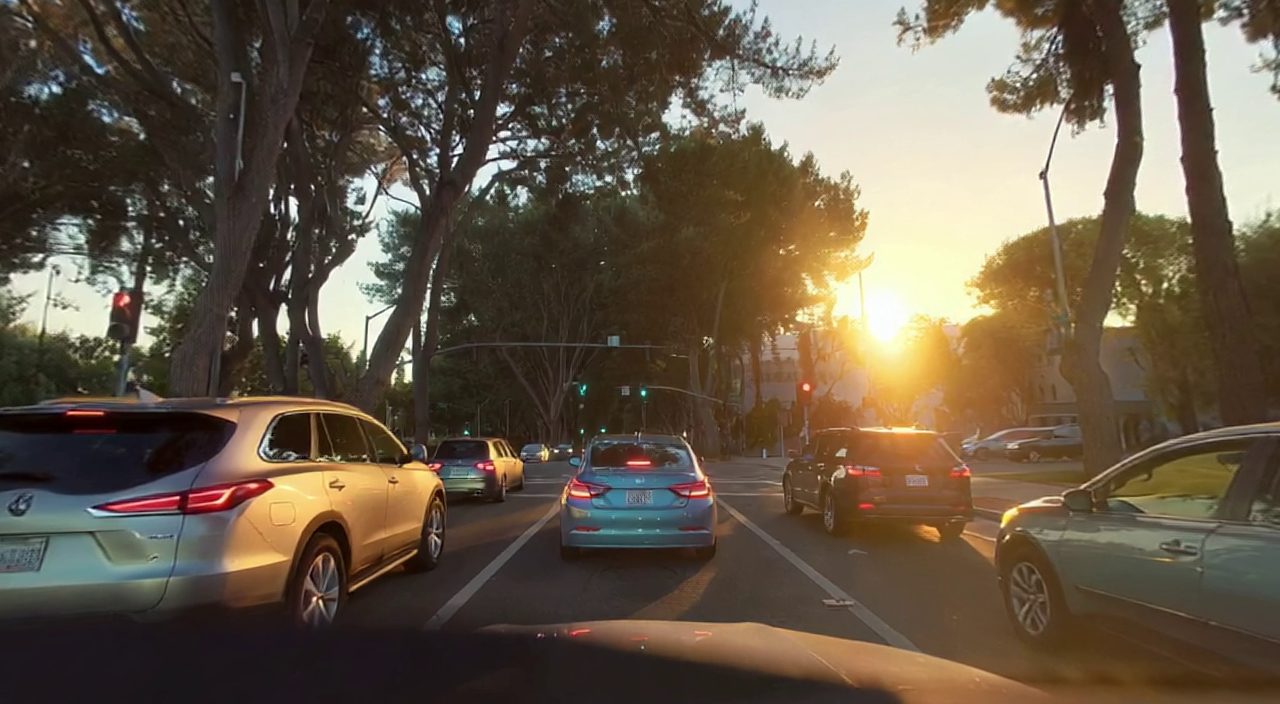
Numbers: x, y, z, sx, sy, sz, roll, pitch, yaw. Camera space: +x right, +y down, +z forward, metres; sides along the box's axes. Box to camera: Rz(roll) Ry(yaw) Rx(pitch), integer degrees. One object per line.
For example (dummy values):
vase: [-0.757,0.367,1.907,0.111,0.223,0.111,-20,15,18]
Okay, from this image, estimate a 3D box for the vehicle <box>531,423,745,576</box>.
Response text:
vehicle: [-0.029,1.785,8.387,2.147,1.507,3.953,0,-8,0]

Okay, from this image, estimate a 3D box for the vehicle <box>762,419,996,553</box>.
vehicle: [3.400,1.998,10.084,2.040,1.647,4.379,0,-8,1]

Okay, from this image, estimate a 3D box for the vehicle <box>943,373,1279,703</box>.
vehicle: [3.320,0.958,2.895,1.899,1.588,3.888,0,-8,0]

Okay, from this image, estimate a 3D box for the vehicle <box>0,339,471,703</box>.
vehicle: [-3.140,1.157,5.116,2.168,1.750,4.625,-1,-8,1]
